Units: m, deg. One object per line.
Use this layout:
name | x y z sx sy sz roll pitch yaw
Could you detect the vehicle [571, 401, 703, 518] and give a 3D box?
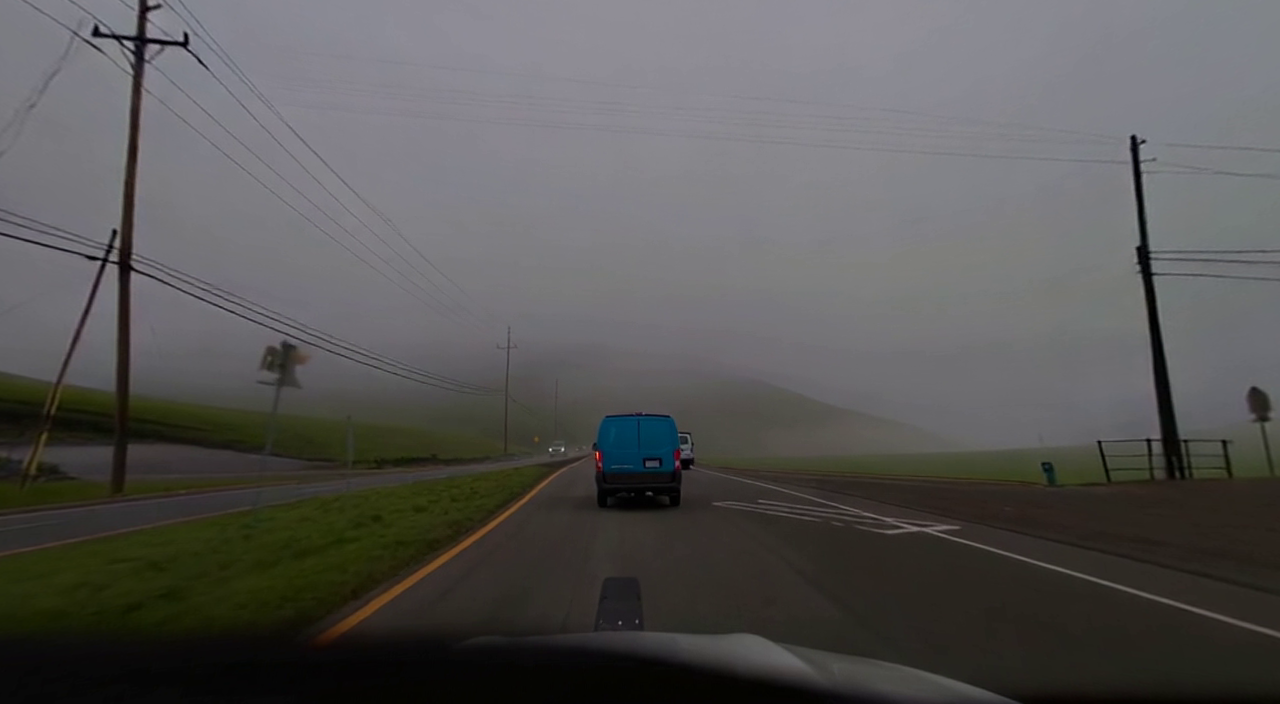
vehicle | -0.131 2.343 14.054 2.454 2.144 4.535 0 -9 -2
